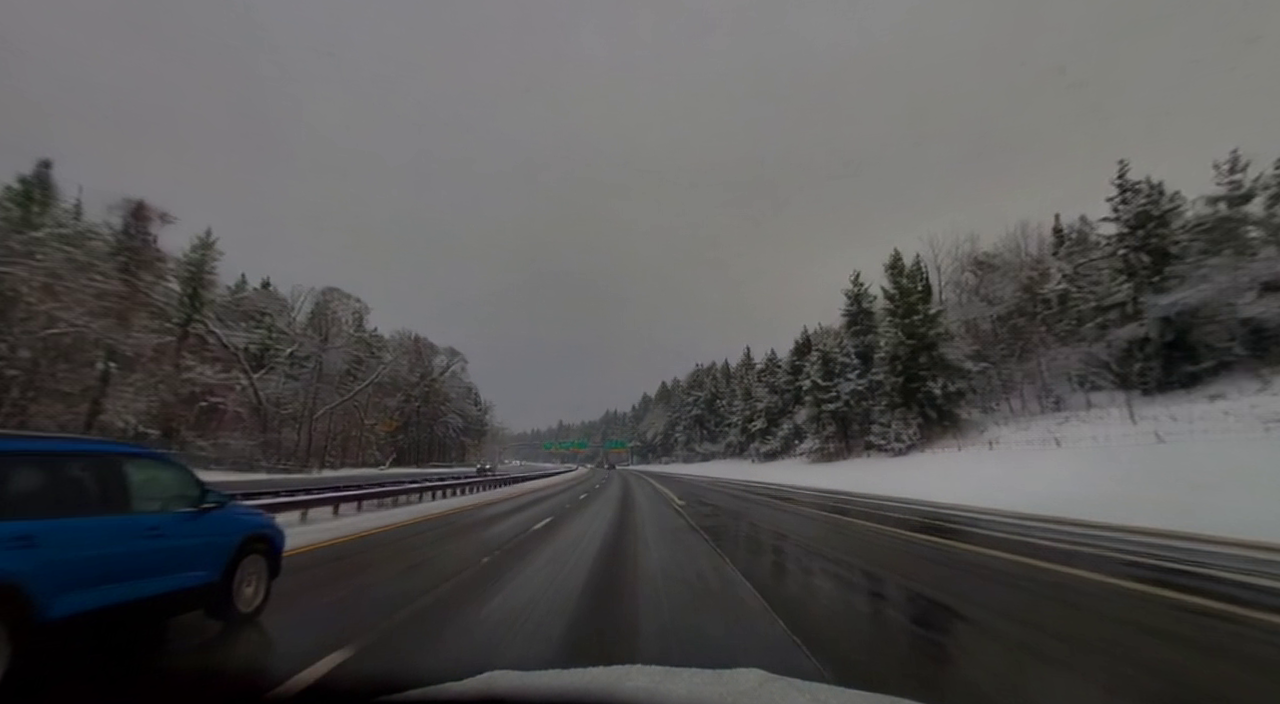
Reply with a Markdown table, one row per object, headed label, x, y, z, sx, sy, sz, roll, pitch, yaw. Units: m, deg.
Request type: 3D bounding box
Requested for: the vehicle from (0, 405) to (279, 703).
| label | x | y | z | sx | sy | sz | roll | pitch | yaw |
| --- | --- | --- | --- | --- | --- | --- | --- | --- | --- |
| vehicle | -4.279 | 1.174 | 3.787 | 2.025 | 1.584 | 3.657 | 1 | -10 | -1 |
